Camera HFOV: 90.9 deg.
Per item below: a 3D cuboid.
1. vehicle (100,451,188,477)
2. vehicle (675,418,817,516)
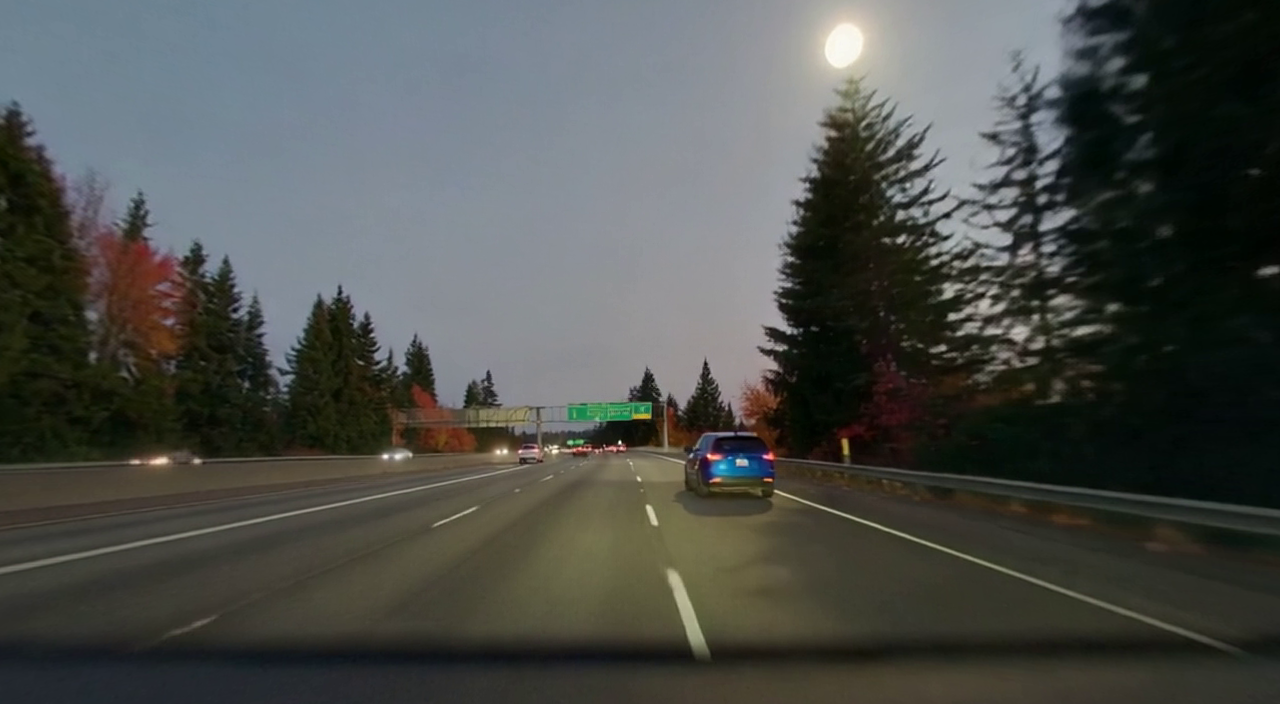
[{"bbox_3d":[-31.379,7.077,40.098,1.855,1.492,4.685,0,-8,-1],"label":"vehicle"},{"bbox_3d":[1.994,2.348,13.292,2.120,1.706,4.226,1,-8,-2],"label":"vehicle"}]
